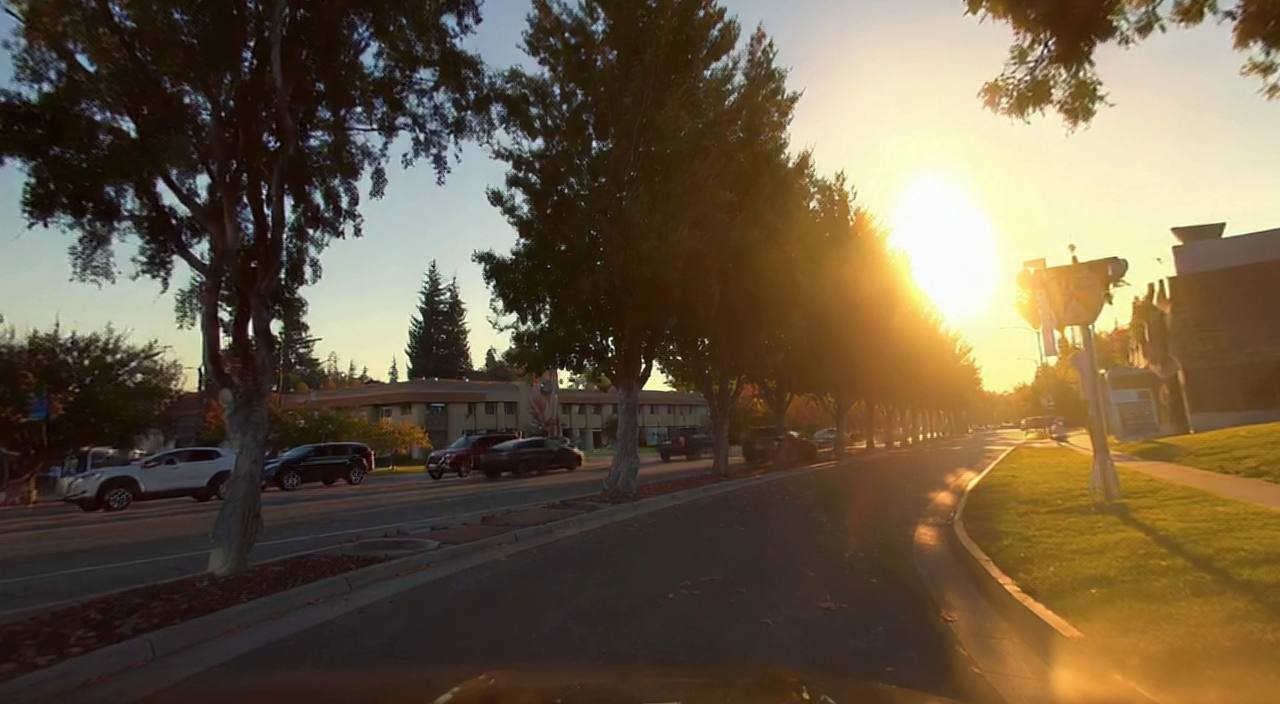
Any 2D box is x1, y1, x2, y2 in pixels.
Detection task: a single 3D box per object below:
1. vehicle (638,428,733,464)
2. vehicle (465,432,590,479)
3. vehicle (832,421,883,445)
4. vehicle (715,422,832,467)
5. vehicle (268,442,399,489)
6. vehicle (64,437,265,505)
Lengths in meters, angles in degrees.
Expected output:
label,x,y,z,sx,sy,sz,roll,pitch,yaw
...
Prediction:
label,x,y,z,sx,sy,sz,roll,pitch,yaw
vehicle,2.331,4.679,31.392,2.146,1.555,4.810,-12,-14,41
vehicle,-4.866,4.500,27.845,2.313,1.688,5.015,-12,-12,39
vehicle,15.966,5.927,46.090,2.040,1.625,5.119,-5,-10,36
vehicle,5.444,3.727,25.373,2.201,1.574,5.060,-11,-13,42
vehicle,-12.422,4.568,25.880,1.904,1.719,4.326,-6,-10,37
vehicle,-15.771,3.905,21.268,2.294,2.000,4.788,-7,-10,33
